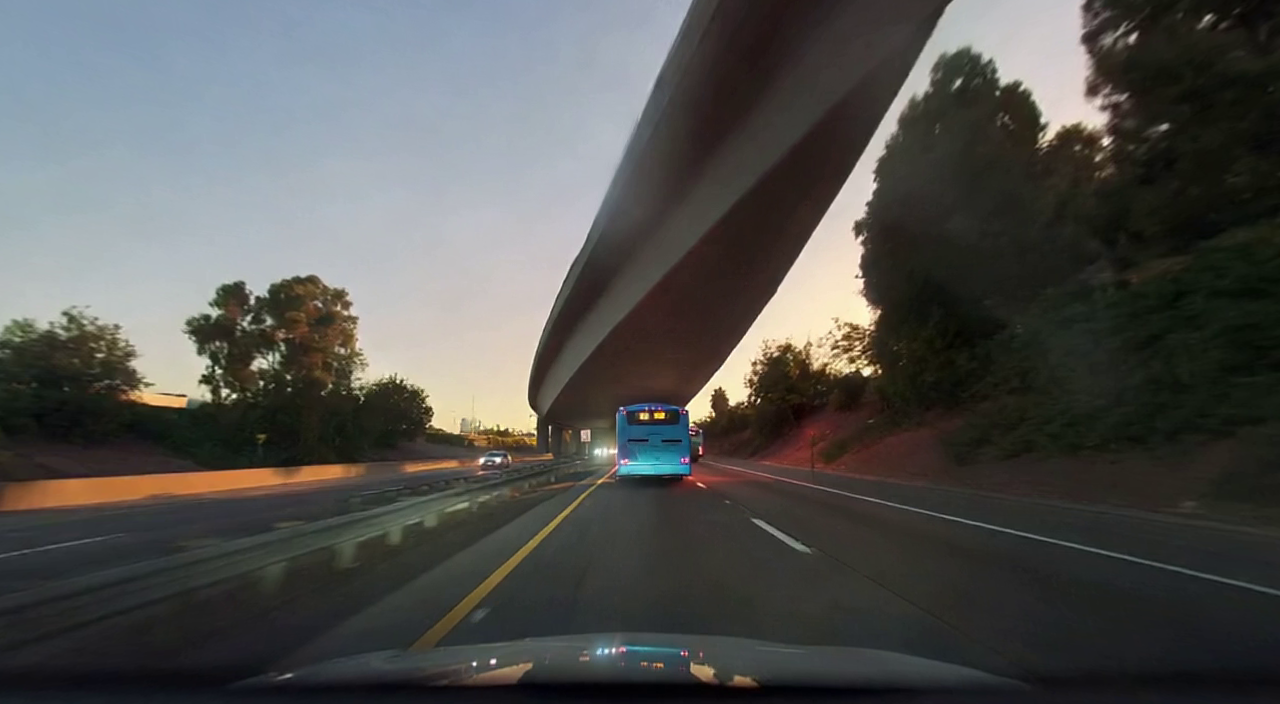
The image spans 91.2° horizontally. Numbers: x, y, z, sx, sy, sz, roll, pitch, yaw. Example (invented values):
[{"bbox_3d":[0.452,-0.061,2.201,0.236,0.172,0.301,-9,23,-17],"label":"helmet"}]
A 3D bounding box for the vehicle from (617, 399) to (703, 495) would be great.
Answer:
[{"bbox_3d":[0.453,3.098,20.562,2.414,2.675,5.574,0,-9,-2],"label":"vehicle"}]
